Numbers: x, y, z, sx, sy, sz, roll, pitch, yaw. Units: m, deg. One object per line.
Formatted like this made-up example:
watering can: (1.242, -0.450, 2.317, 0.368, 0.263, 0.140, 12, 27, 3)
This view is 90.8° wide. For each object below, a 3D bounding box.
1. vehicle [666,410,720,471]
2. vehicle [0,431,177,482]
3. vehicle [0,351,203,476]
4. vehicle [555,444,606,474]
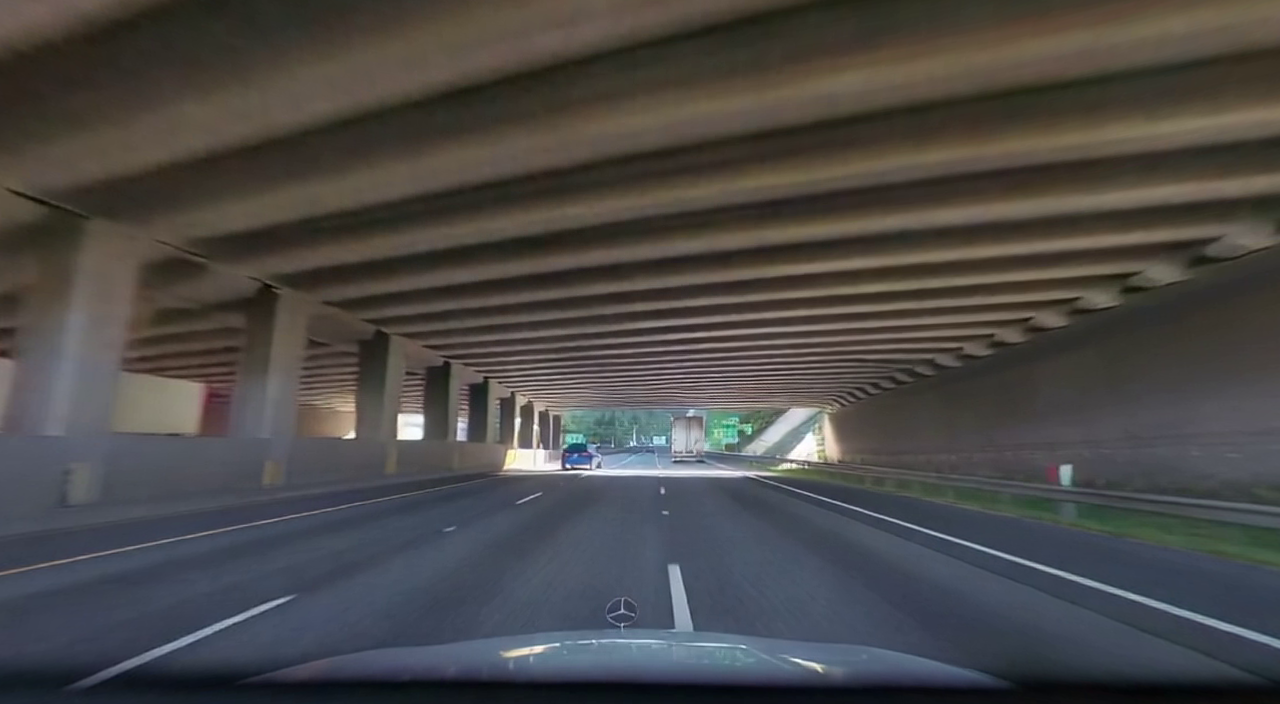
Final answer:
vehicle: (3.656, 6.591, 46.601, 2.943, 3.830, 12.409, 0, -9, 0)
vehicle: (-17.734, 3.392, 20.618, 1.788, 1.461, 4.321, 0, -9, 2)
vehicle: (-22.028, 2.262, 22.043, 2.907, 3.988, 14.319, -1, -9, 2)
vehicle: (-3.074, 5.636, 33.471, 2.038, 1.489, 4.603, -1, -9, 3)
